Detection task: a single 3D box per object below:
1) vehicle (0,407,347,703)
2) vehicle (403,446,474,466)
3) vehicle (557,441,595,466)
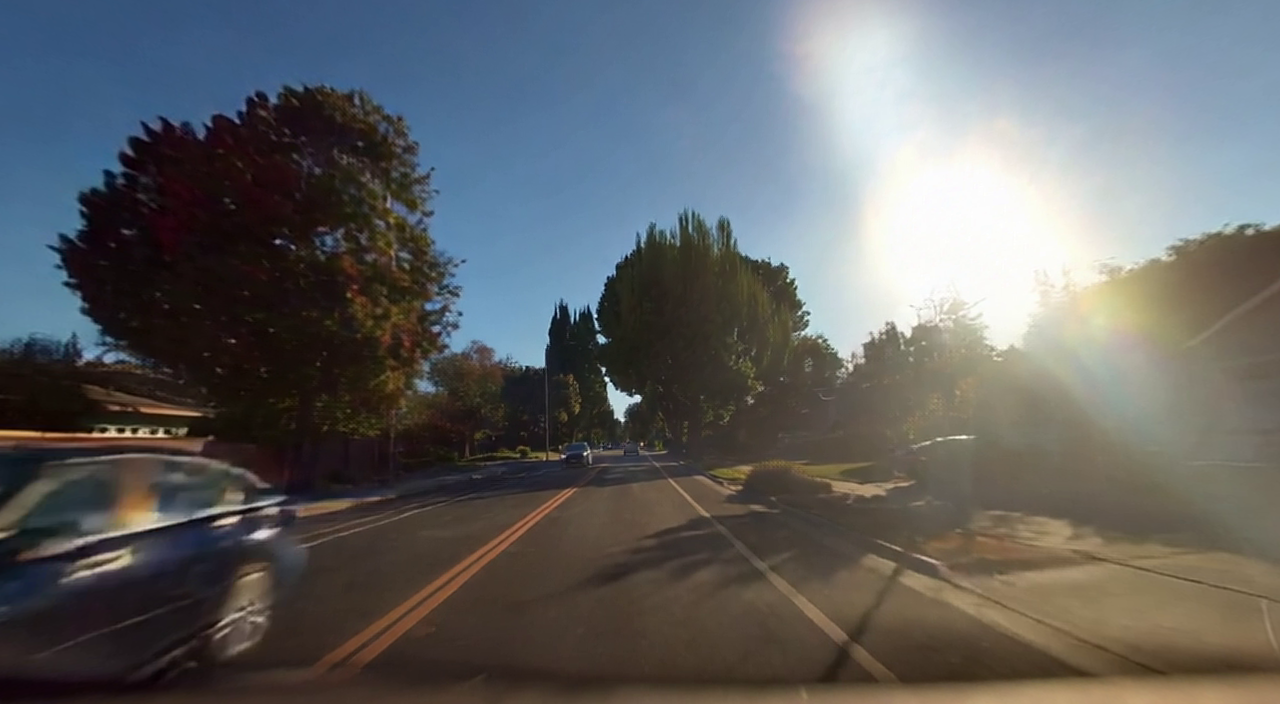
[{"bbox_3d":[-3.398,1.053,2.800,2.074,1.527,4.438,0,-9,0],"label":"vehicle"},{"bbox_3d":[-15.448,8.000,48.599,4.779,1.453,1.970,-2,-9,10],"label":"vehicle"},{"bbox_3d":[-4.140,6.705,41.835,1.996,1.519,4.559,0,-9,1],"label":"vehicle"}]
